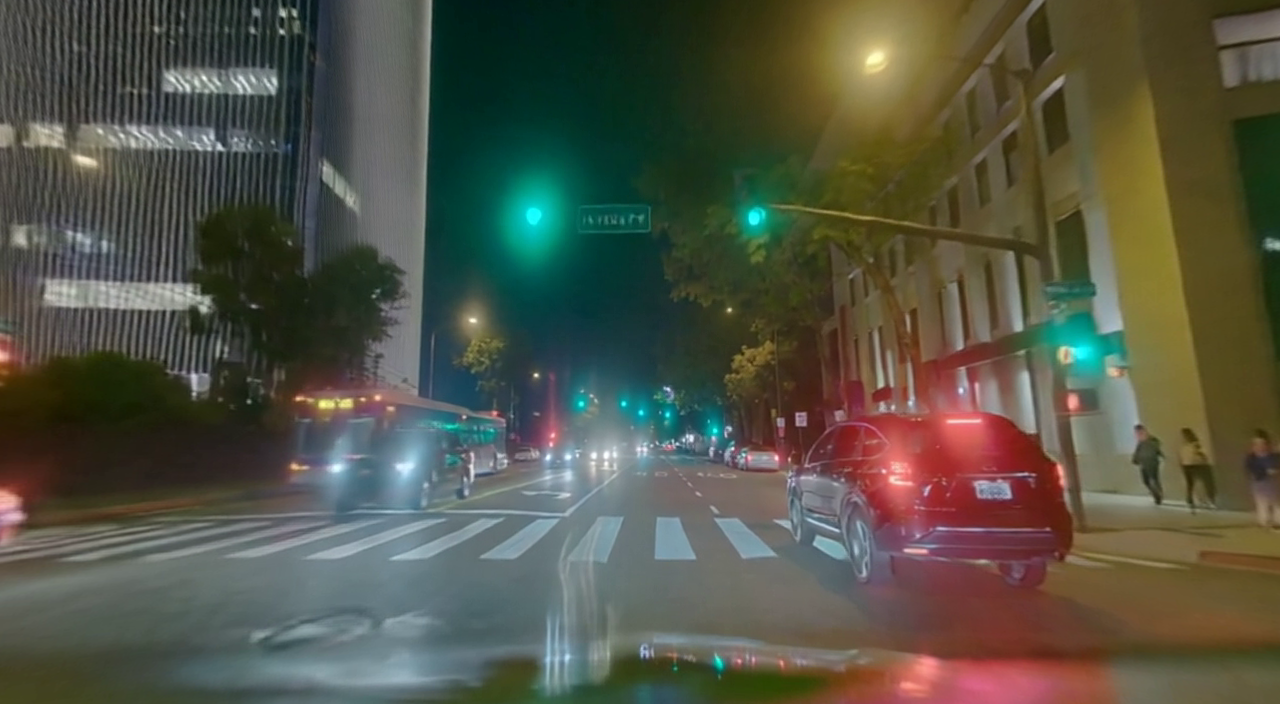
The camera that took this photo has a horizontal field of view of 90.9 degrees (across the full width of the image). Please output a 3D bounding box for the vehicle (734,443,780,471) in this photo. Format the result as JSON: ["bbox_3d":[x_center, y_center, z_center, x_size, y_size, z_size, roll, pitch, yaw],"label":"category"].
[{"bbox_3d":[7.012,6.340,38.335,1.962,1.617,4.325,0,-8,0],"label":"vehicle"}]

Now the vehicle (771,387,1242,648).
[{"bbox_3d":[3.188,1.573,7.282,2.118,1.848,5.426,0,-8,-1],"label":"vehicle"}]

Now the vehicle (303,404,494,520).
[{"bbox_3d":[-5.258,2.489,14.791,2.304,2.208,5.200,0,-8,1],"label":"vehicle"}]

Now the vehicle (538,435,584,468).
[{"bbox_3d":[-4.766,6.058,38.661,2.030,1.881,4.994,0,-8,1],"label":"vehicle"}]

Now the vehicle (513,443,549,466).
[{"bbox_3d":[-8.105,7.608,47.044,1.750,1.607,4.241,0,-8,2],"label":"vehicle"}]
